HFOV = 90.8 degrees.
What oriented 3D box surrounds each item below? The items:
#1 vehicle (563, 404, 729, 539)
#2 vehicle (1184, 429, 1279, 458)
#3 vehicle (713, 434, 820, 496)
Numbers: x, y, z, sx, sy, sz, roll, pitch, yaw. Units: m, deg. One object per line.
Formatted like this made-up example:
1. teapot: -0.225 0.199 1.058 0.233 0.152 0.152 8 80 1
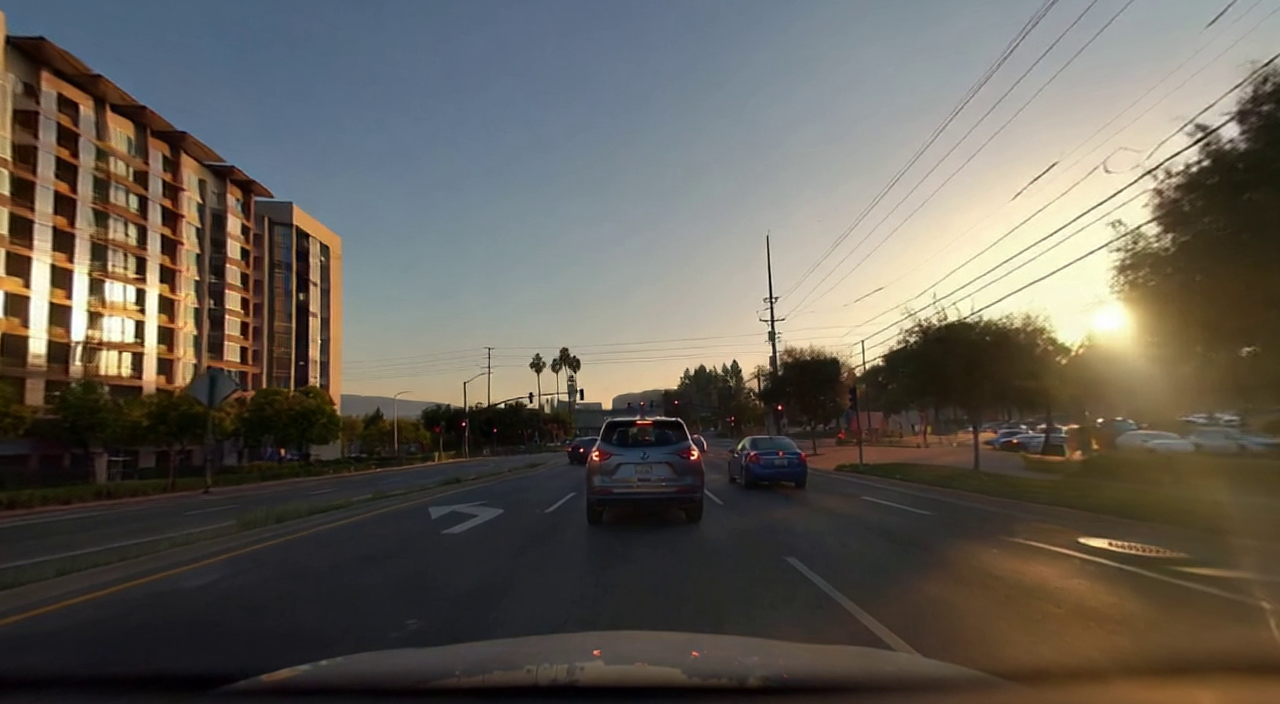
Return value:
1. vehicle: 0.080 1.891 10.584 2.189 1.776 4.342 0 -8 0
2. vehicle: 36.989 5.749 39.536 1.910 1.686 4.746 -1 -8 5
3. vehicle: 3.324 3.076 17.596 1.990 1.482 4.575 0 -8 0
